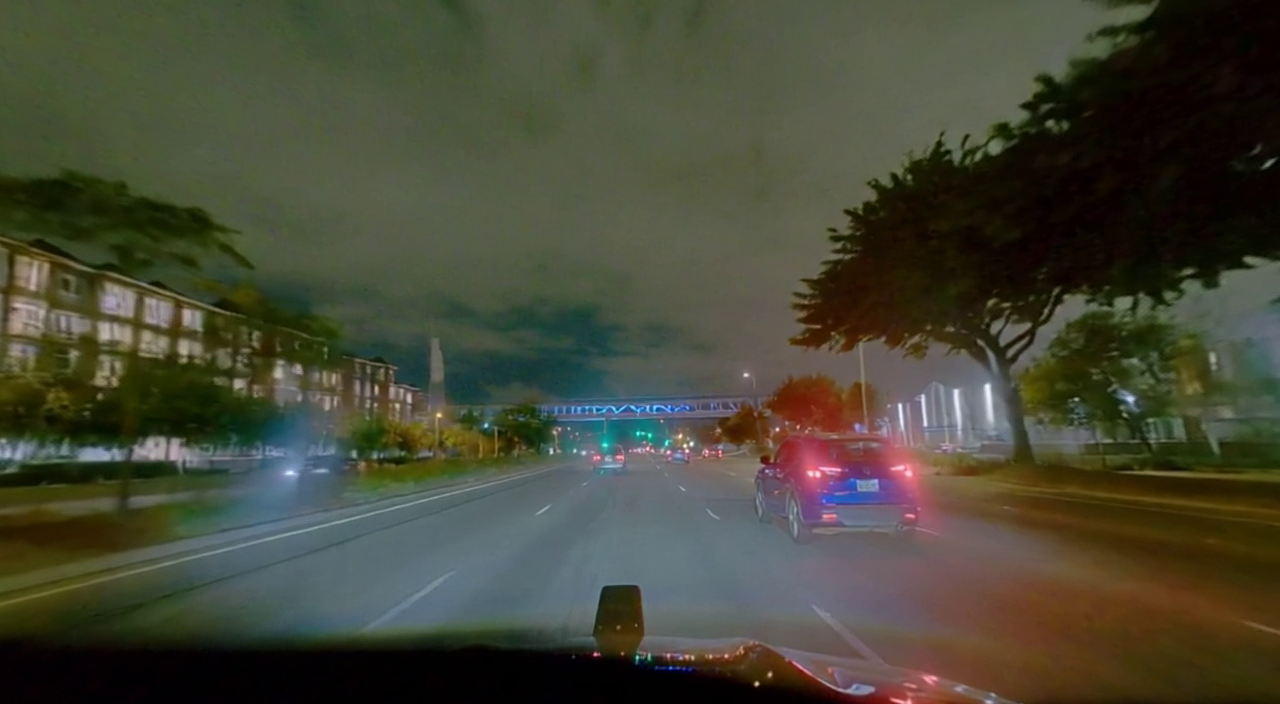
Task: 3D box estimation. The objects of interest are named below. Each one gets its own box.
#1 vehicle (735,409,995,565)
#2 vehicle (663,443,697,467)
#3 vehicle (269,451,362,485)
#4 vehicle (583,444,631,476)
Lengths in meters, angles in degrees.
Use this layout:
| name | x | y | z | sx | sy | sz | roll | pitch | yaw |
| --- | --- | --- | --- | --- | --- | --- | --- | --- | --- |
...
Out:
| name | x | y | z | sx | sy | sz | roll | pitch | yaw |
| --- | --- | --- | --- | --- | --- | --- | --- | --- | --- |
| vehicle | 2.911 | 1.884 | 9.561 | 2.130 | 1.741 | 4.665 | 0 | -9 | -1 |
| vehicle | 2.997 | 7.815 | 48.027 | 2.165 | 1.708 | 3.928 | 0 | -9 | -2 |
| vehicle | -15.508 | 5.548 | 30.529 | 1.935 | 1.477 | 4.703 | 0 | -9 | 1 |
| vehicle | -1.619 | 5.568 | 32.784 | 2.173 | 1.498 | 4.528 | 0 | -9 | 1 |
